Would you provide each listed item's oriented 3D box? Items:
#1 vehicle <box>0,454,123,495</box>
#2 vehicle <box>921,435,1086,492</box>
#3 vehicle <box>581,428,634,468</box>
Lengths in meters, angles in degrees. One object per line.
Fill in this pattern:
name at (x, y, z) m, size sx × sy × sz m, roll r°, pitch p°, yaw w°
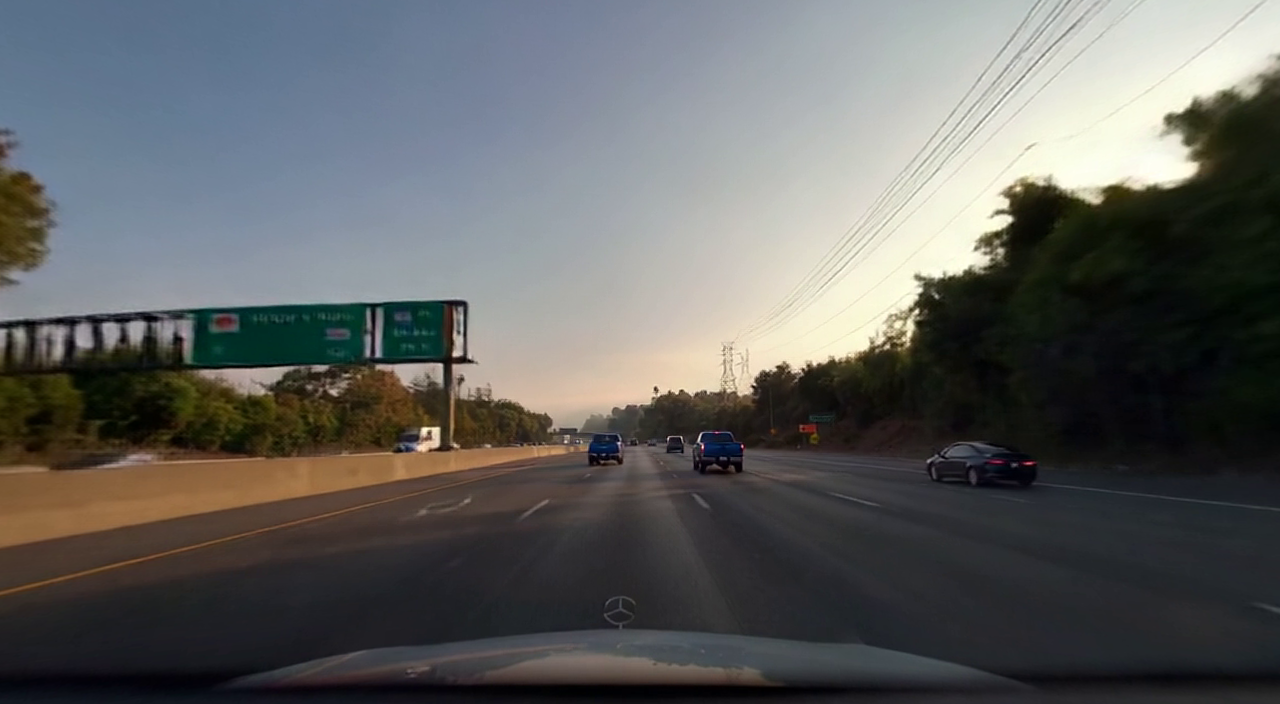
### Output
vehicle at (-25.076, 5.141, 26.867) m, size 1.951 × 1.489 × 4.781 m, roll 0°, pitch -8°, yaw 0°
vehicle at (10.460, 3.235, 18.661) m, size 2.076 × 1.470 × 4.644 m, roll 0°, pitch -8°, yaw -1°
vehicle at (-1.731, 5.486, 36.044) m, size 2.508 × 2.023 × 6.176 m, roll 0°, pitch -8°, yaw 2°
